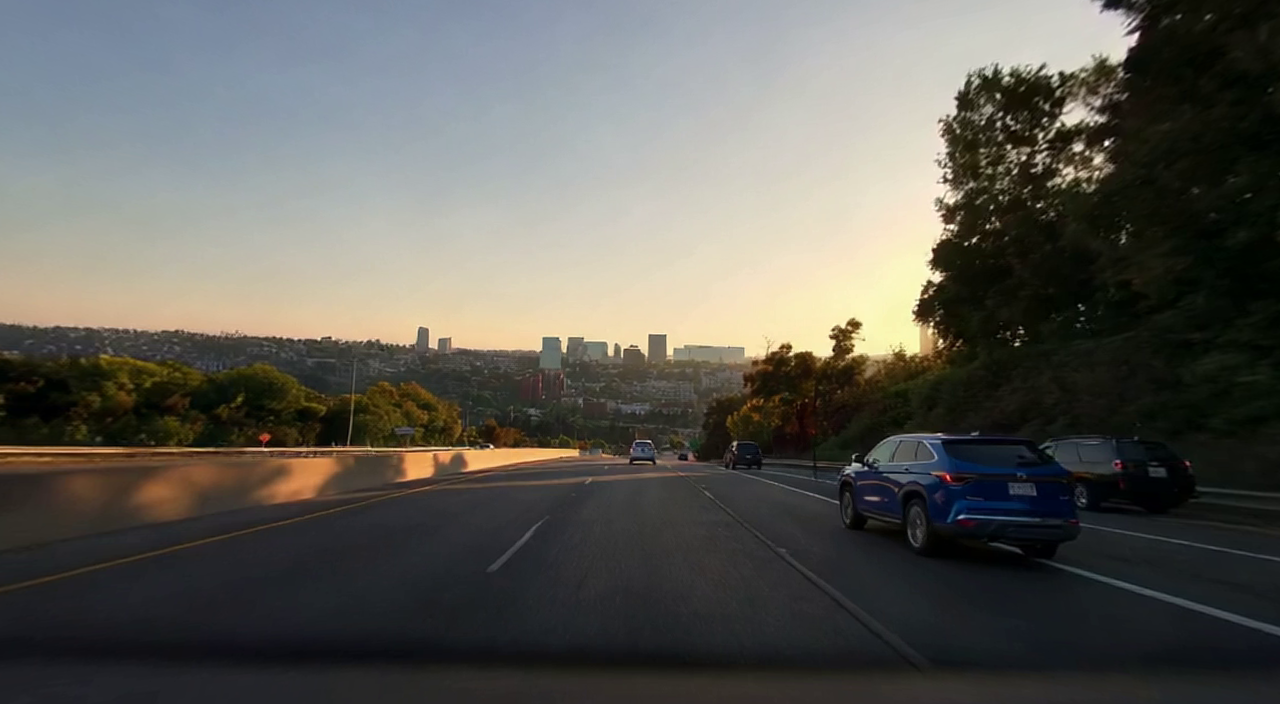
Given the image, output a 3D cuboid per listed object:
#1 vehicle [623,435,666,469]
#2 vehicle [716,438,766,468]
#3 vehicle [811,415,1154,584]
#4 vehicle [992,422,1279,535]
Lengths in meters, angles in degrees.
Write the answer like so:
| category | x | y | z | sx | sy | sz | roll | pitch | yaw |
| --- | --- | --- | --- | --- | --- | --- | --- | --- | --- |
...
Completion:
| category | x | y | z | sx | sy | sz | roll | pitch | yaw |
| --- | --- | --- | --- | --- | --- | --- | --- | --- | --- |
| vehicle | 0.178 | 5.641 | 35.916 | 2.181 | 1.768 | 4.383 | 0 | -8 | -2 |
| vehicle | 7.859 | 7.930 | 49.915 | 2.526 | 2.230 | 6.190 | 1 | -8 | -4 |
| vehicle | 4.016 | 1.774 | 8.520 | 2.097 | 1.659 | 4.320 | 0 | -8 | -2 |
| vehicle | 9.765 | 2.493 | 13.152 | 1.967 | 1.816 | 4.775 | 3 | -8 | -3 |
